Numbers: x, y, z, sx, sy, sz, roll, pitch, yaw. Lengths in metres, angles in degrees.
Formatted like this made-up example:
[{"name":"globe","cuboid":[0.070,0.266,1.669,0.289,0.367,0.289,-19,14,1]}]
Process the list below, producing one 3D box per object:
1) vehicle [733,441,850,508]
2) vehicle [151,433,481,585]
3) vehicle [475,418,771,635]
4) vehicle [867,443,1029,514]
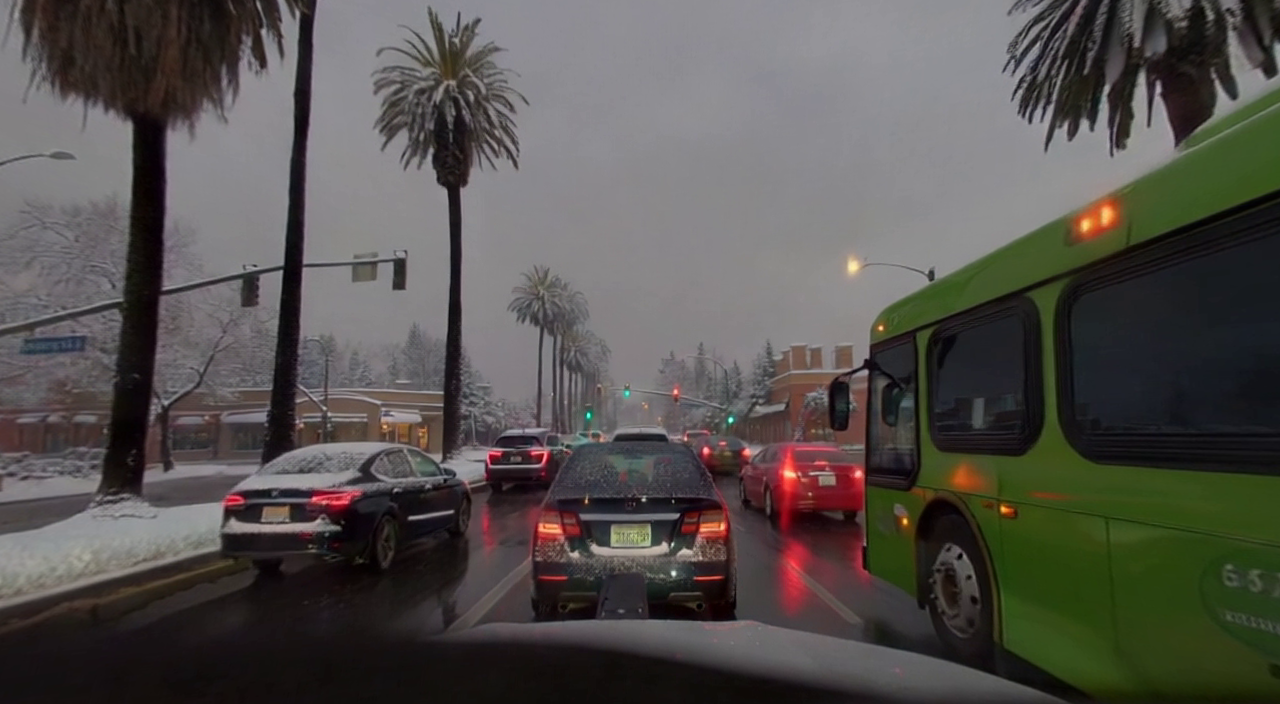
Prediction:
[{"name":"vehicle","cuboid":[3.735,3.087,16.418,1.989,1.467,4.364,0,-9,0]},{"name":"vehicle","cuboid":[-3.589,1.796,8.090,1.919,1.415,4.178,0,-9,1]},{"name":"vehicle","cuboid":[-0.123,1.509,6.402,2.060,1.499,3.831,0,-9,0]},{"name":"vehicle","cuboid":[7.829,3.231,16.638,2.181,1.607,4.236,0,-9,1]}]
